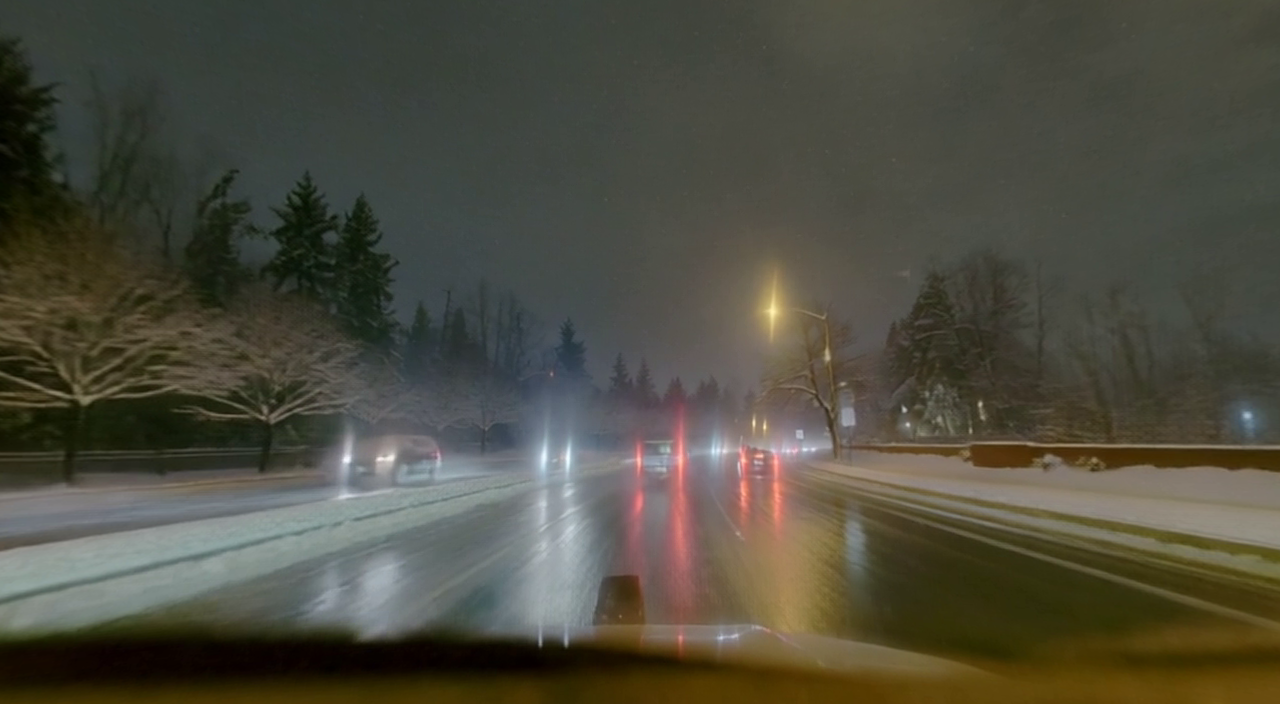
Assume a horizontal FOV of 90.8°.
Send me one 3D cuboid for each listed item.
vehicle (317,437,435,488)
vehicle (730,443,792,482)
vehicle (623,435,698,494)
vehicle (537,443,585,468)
[{"bbox_3d":[-9.964,4.186,24.350,2.329,1.757,4.464,-1,-8,5],"label":"vehicle"},{"bbox_3d":[4.961,4.562,26.395,2.147,1.474,4.083,-1,-8,6],"label":"vehicle"},{"bbox_3d":[0.785,3.602,20.674,2.105,1.676,4.541,-1,-8,6],"label":"vehicle"},{"bbox_3d":[-5.010,6.642,40.683,1.933,1.472,4.482,-1,-8,8],"label":"vehicle"}]
